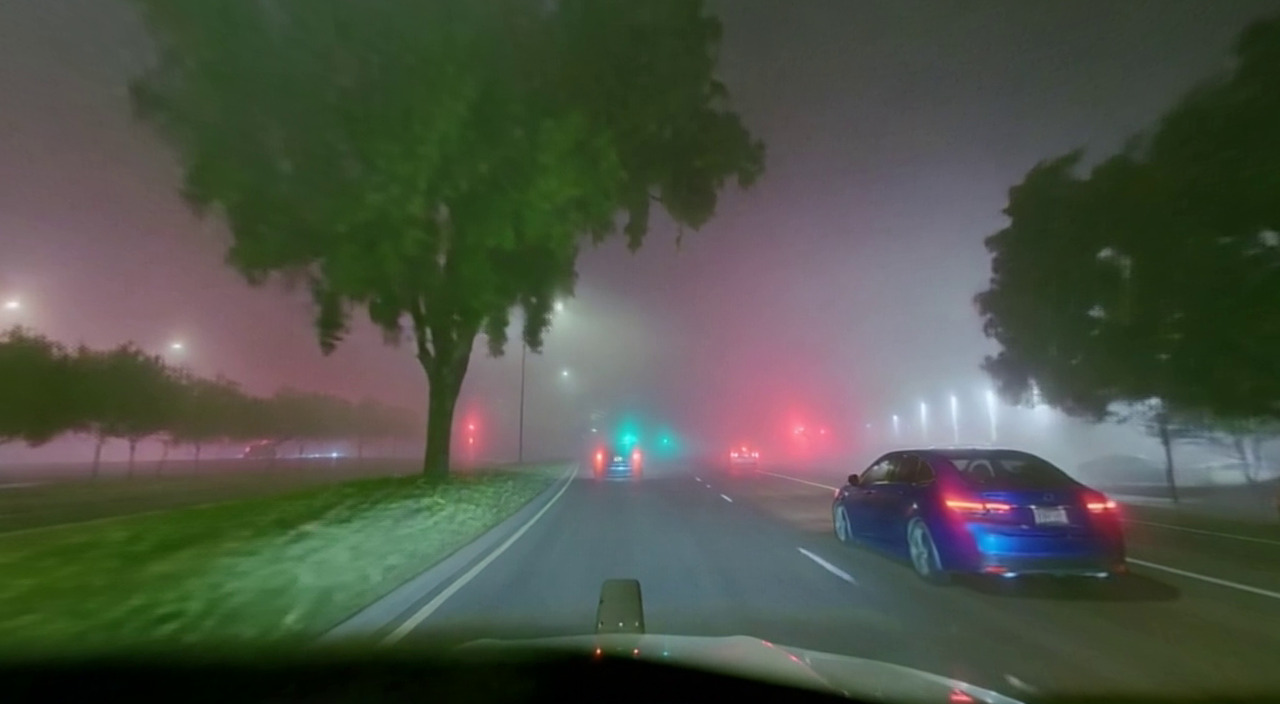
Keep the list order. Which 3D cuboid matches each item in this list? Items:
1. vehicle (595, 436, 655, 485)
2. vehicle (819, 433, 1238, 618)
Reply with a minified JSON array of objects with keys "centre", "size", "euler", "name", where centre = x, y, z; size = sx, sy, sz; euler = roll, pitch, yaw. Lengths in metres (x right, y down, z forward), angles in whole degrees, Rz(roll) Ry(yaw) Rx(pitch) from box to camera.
[{"centre":[-0.625,4.132,24.353],"size":[2.085,1.693,4.301],"euler":[0,-8,-3],"name":"vehicle"},{"centre":[3.666,1.683,7.173],"size":[1.918,1.418,4.360],"euler":[0,-8,-1],"name":"vehicle"}]
